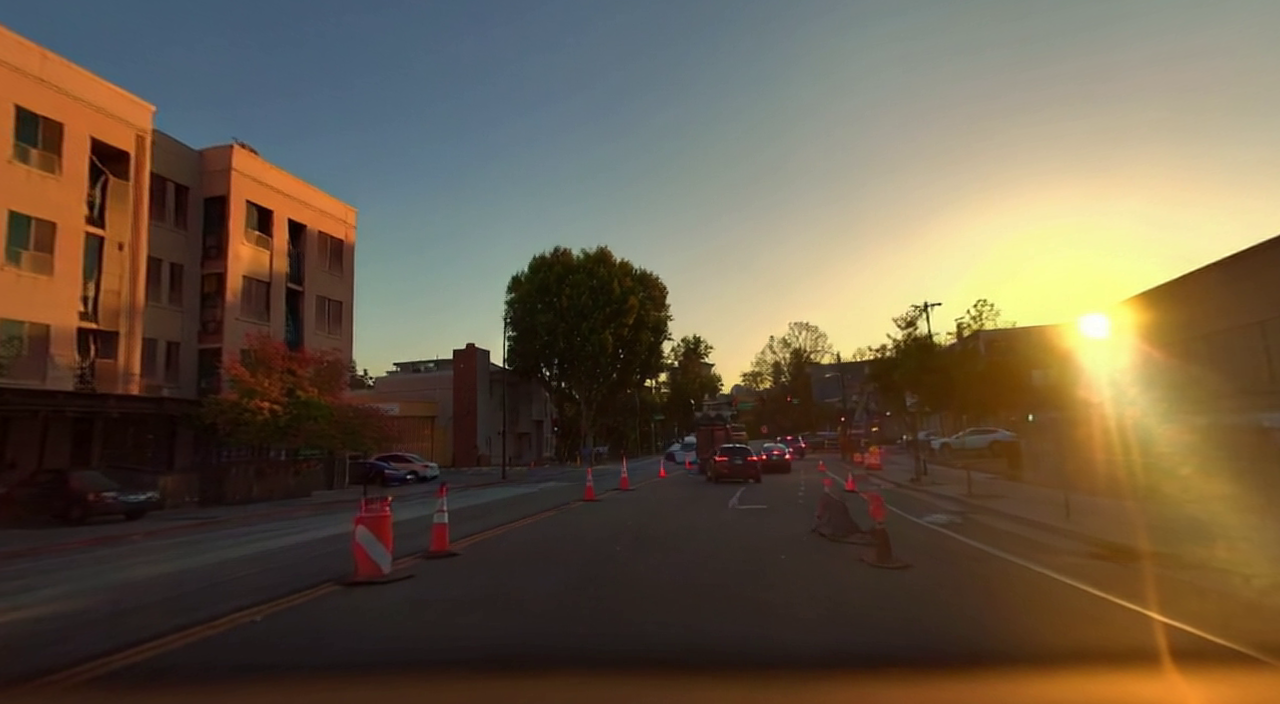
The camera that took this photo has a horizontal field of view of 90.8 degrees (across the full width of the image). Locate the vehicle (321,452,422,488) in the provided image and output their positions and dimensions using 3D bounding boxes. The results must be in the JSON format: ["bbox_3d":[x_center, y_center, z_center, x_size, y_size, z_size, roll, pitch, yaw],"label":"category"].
[{"bbox_3d":[-13.729,6.025,32.394,4.397,1.698,1.932,-2,-9,12],"label":"vehicle"}]

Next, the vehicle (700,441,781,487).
[{"bbox_3d":[3.560,4.051,23.198,2.159,1.506,4.086,0,-8,-2],"label":"vehicle"}]

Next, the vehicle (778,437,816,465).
[{"bbox_3d":[11.845,7.441,47.491,2.110,1.942,4.376,-3,-9,22],"label":"vehicle"}]

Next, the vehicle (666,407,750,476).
[{"bbox_3d":[4.327,5.222,36.606,2.977,3.271,12.748,-2,-9,14],"label":"vehicle"}]

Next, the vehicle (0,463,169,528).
[{"bbox_3d":[-16.130,3.881,17.436,4.952,1.510,2.115,-2,-9,11],"label":"vehicle"}]
